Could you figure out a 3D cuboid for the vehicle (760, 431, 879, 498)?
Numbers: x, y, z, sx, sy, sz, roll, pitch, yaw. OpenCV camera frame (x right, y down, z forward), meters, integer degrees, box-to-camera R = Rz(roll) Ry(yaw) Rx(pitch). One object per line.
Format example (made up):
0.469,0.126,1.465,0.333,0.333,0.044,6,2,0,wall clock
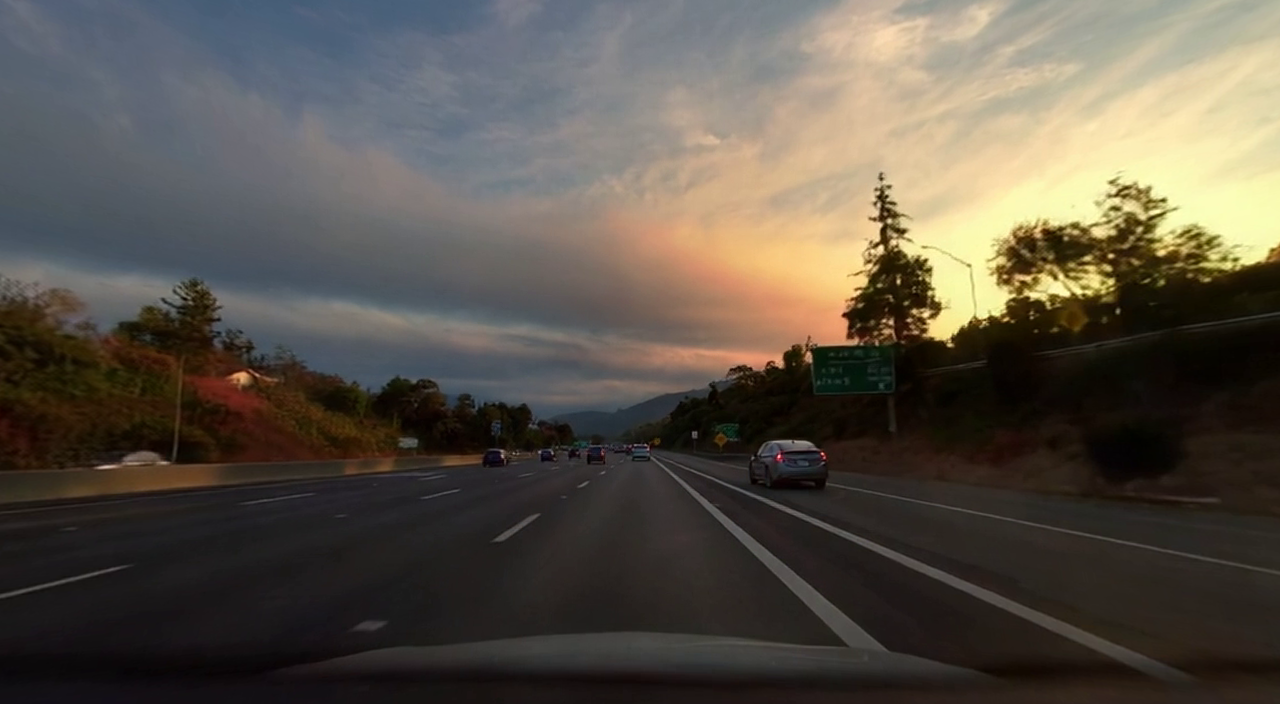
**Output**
5.405,3.466,19.816,2.259,1.816,4.862,0,-9,0,vehicle

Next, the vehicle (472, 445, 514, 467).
-11.270,8.000,48.596,2.107,1.628,4.446,0,-9,1,vehicle

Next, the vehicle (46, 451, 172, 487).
-24.515,5.374,29.335,1.899,1.527,4.512,0,-9,1,vehicle
